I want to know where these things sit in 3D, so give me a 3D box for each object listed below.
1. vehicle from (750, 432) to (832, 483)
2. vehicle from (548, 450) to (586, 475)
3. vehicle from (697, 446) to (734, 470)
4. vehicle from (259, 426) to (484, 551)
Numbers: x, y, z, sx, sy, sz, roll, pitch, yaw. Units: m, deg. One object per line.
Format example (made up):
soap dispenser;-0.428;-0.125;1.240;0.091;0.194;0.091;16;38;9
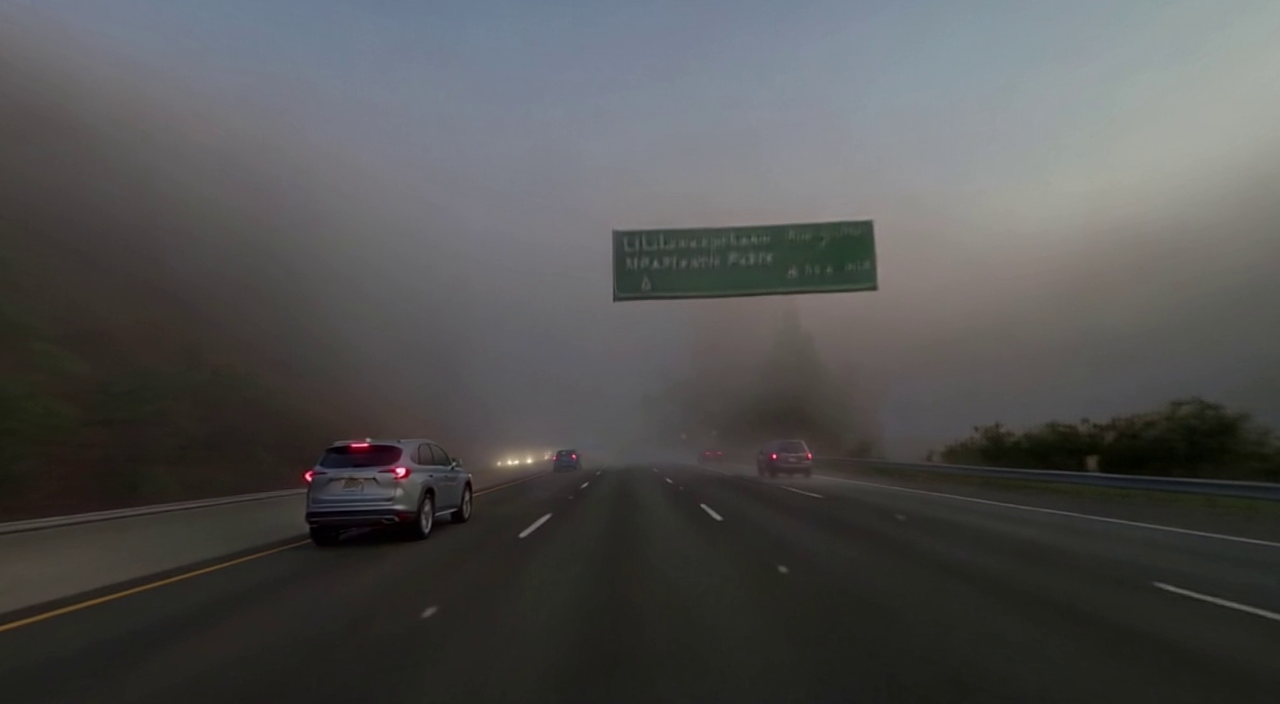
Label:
vehicle;6.782;4.822;29.032;2.378;2.096;5.119;0;-9;-1
vehicle;-4.577;6.994;40.049;2.009;1.488;4.289;0;-9;-2
vehicle;5.829;8.225;49.042;2.107;1.732;4.527;0;-9;-3
vehicle;-4.328;2.257;11.092;2.079;1.745;4.281;0;-9;0
